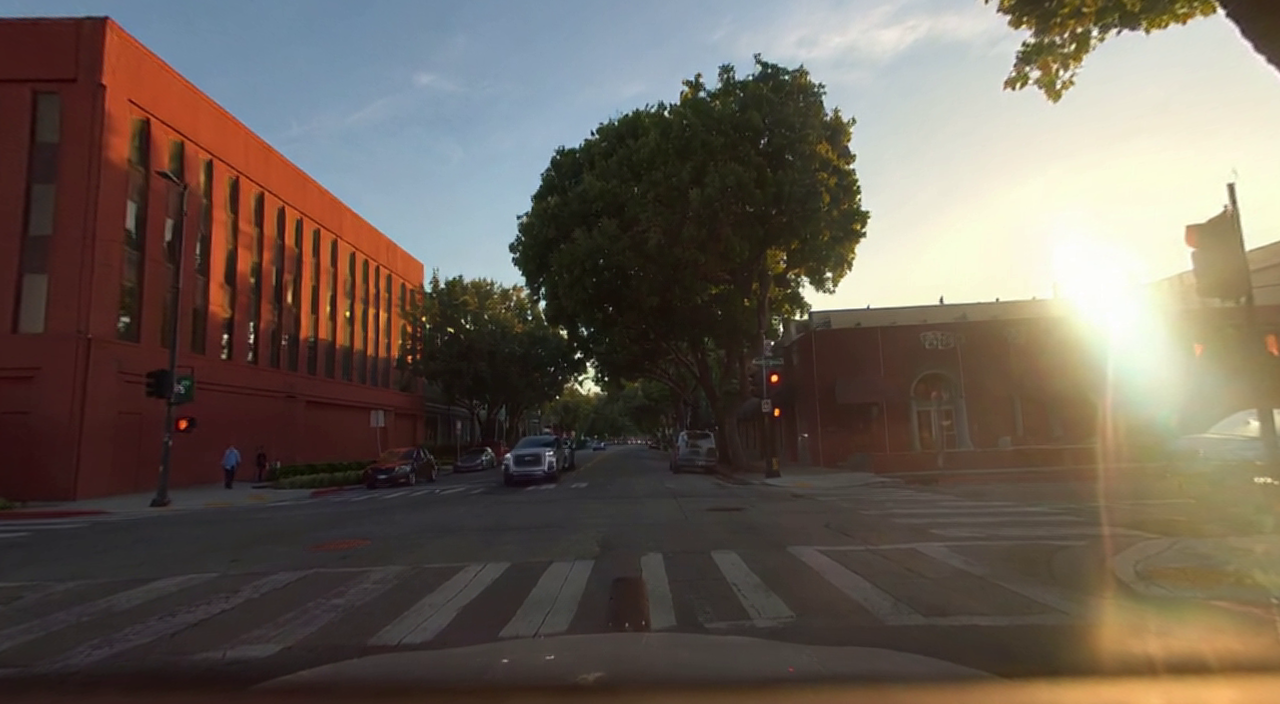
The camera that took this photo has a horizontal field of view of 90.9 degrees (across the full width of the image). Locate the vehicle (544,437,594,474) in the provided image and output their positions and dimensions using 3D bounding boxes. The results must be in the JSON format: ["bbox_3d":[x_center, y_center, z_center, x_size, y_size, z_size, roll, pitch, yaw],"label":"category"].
[{"bbox_3d":[-3.288,4.860,29.808,2.033,1.596,4.142,0,-8,-2],"label":"vehicle"}]

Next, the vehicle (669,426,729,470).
[{"bbox_3d":[3.085,5.178,34.093,2.557,2.188,5.164,0,-8,-2],"label":"vehicle"}]

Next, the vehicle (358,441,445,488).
[{"bbox_3d":[-9.911,4.664,26.620,2.216,1.804,4.526,1,-8,-5],"label":"vehicle"}]

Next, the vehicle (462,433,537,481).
[{"bbox_3d":[-5.980,4.509,27.501,2.242,1.887,4.924,0,-8,-2],"label":"vehicle"}]
